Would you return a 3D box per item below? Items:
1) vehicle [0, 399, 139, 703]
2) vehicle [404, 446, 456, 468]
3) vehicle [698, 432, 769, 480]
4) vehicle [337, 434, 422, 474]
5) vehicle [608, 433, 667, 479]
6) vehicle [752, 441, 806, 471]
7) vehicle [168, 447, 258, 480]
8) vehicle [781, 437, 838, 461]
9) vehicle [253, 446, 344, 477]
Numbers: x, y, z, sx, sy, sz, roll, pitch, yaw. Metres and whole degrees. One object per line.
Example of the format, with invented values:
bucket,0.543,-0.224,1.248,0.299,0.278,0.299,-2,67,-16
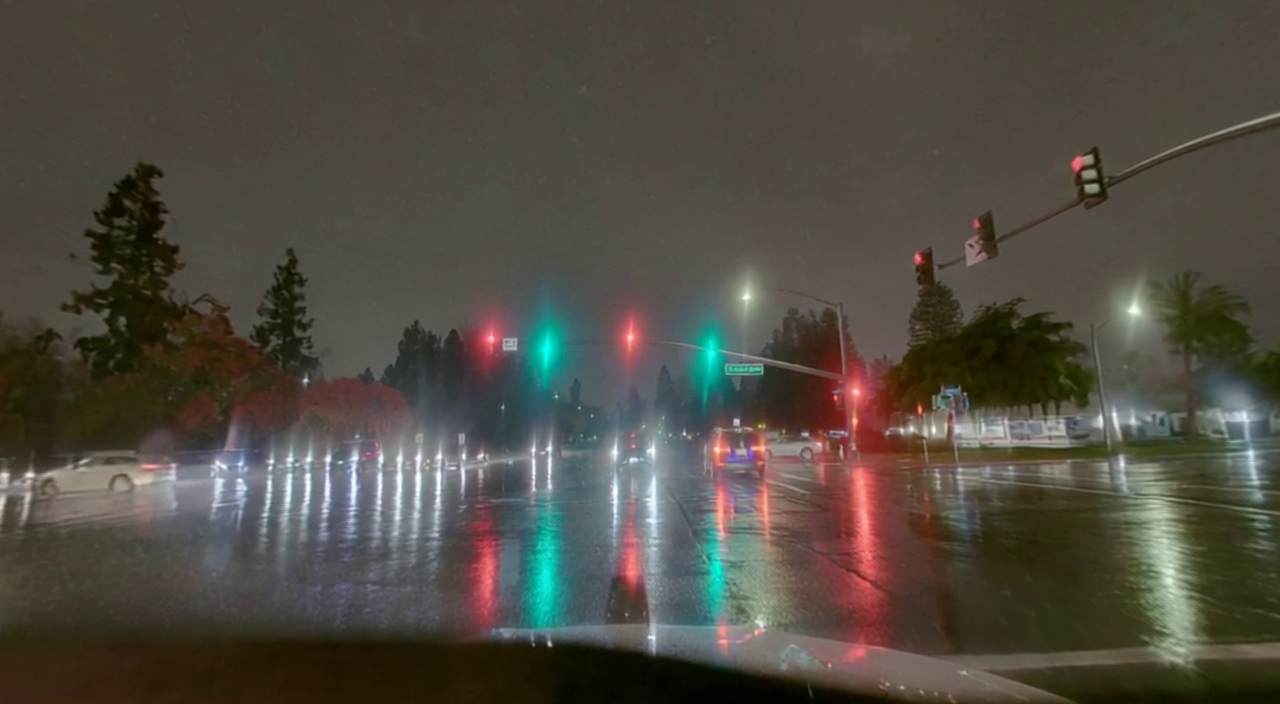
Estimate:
vehicle,-3.609,0.723,1.037,1.941,1.492,4.399,0,-8,0
vehicle,-14.094,7.050,42.502,1.926,1.325,4.162,0,-8,2
vehicle,3.581,4.068,24.889,2.097,1.707,4.461,0,-8,0
vehicle,-14.012,5.518,34.282,2.196,1.961,5.359,0,-8,2
vehicle,-0.092,4.257,26.026,2.215,1.749,3.976,0,-8,0
vehicle,7.144,5.362,32.802,1.847,1.432,4.039,0,-8,0
vehicle,-20.798,5.410,30.863,1.800,1.511,3.631,0,-8,1
vehicle,13.330,7.695,49.926,2.171,1.786,4.943,2,-9,-14
vehicle,-17.566,5.633,32.680,2.086,1.458,4.457,0,-8,2
